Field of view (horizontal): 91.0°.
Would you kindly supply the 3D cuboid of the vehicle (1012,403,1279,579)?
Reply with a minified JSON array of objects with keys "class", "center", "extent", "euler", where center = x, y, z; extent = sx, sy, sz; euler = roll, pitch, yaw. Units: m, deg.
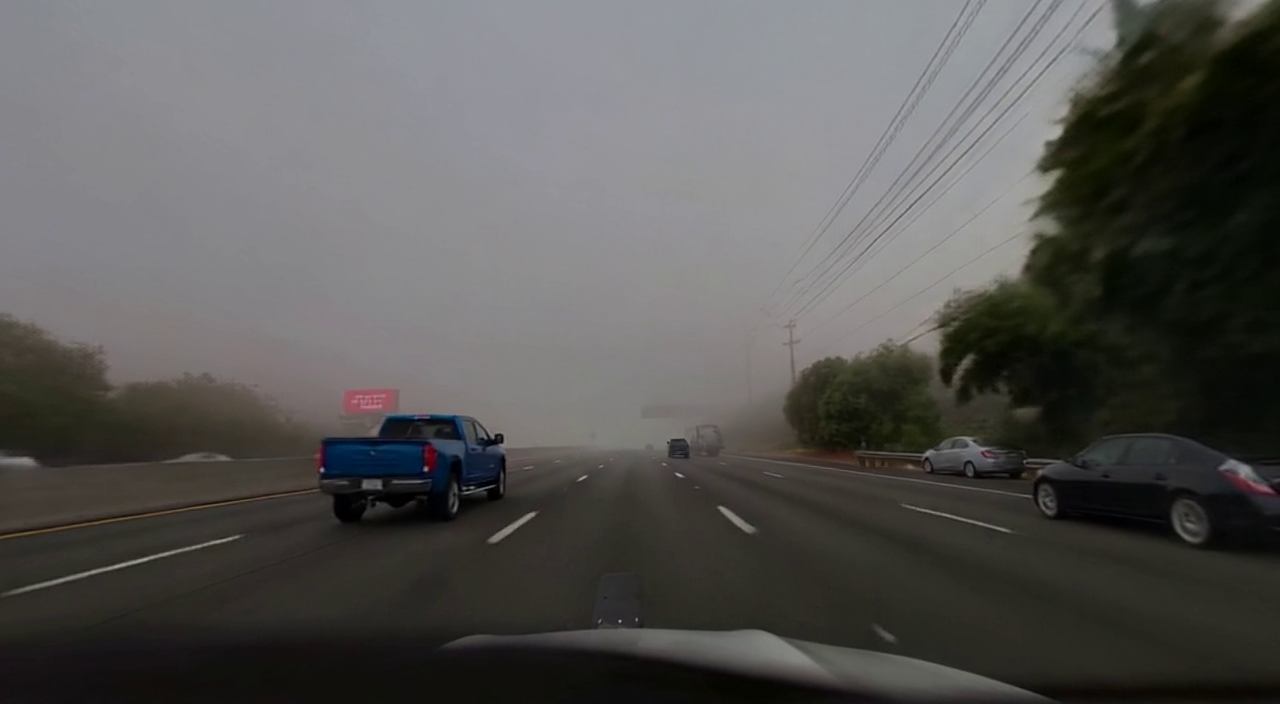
[{"class":"vehicle","center":[6.982,1.582,7.800],"extent":[1.976,1.646,4.370],"euler":[0,-8,-1]}]

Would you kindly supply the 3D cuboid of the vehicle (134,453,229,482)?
[{"class":"vehicle","center":[-25.823,6.489,35.674],"extent":[1.926,1.484,4.595],"euler":[0,-8,0]}]

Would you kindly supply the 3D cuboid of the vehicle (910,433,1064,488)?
[{"class":"vehicle","center":[10.566,3.330,19.670],"extent":[2.076,1.470,4.644],"euler":[0,-8,-1]}]

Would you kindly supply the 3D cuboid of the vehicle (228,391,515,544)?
[{"class":"vehicle","center":[-4.208,1.998,11.566],"extent":[2.508,2.023,6.176],"euler":[0,-8,0]}]
